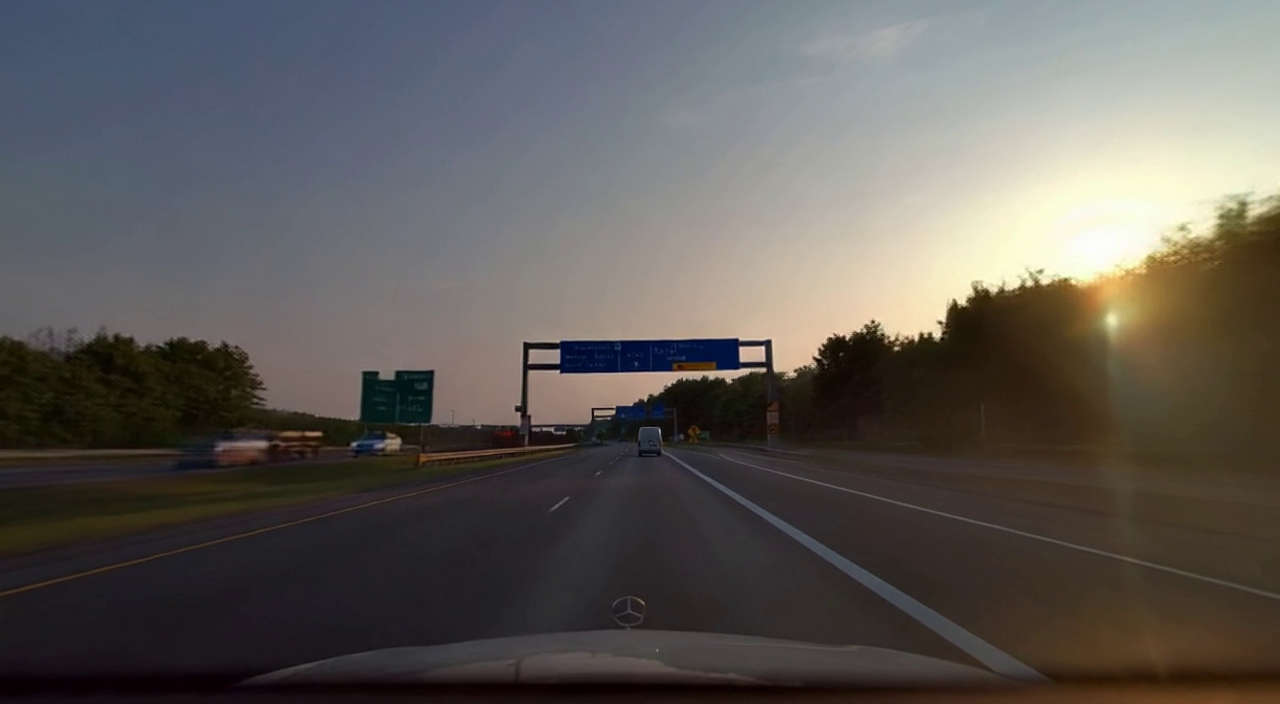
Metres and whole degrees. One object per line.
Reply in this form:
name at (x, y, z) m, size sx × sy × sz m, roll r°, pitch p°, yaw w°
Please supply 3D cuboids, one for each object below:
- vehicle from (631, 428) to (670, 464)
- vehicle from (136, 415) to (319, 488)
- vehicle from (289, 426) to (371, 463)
vehicle at (0.655, 5.921, 39.646) m, size 2.277 × 2.109 × 4.922 m, roll 1°, pitch -8°, yaw 1°
vehicle at (-16.477, 4.042, 25.937) m, size 2.575 × 2.531 × 7.355 m, roll 1°, pitch -8°, yaw -1°
vehicle at (-16.254, 4.842, 33.237) m, size 1.891 × 1.776 × 4.615 m, roll -1°, pitch -8°, yaw 1°
